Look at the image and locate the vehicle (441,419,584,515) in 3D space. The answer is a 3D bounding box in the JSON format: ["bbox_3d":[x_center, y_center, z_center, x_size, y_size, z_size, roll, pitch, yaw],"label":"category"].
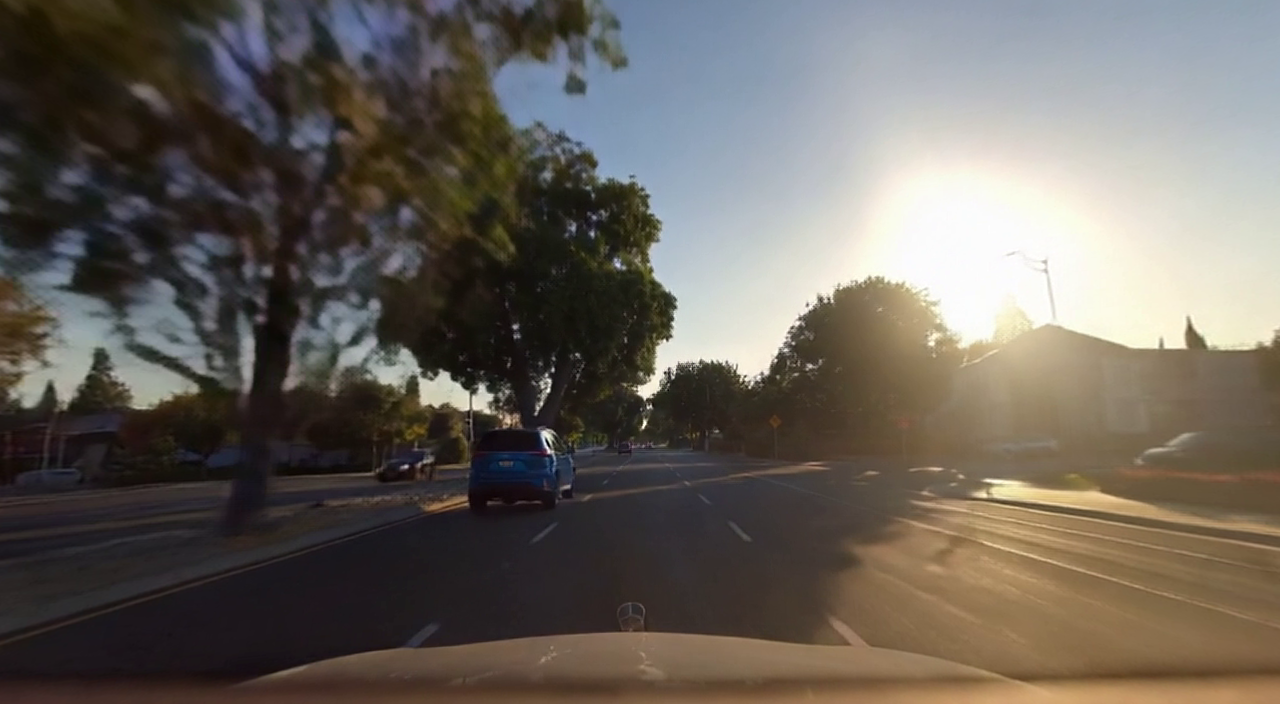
[{"bbox_3d":[-2.704,2.605,14.733,2.179,1.851,4.756,0,-9,2],"label":"vehicle"}]

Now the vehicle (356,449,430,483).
[{"bbox_3d":[-11.923,5.509,30.737,1.837,1.504,4.204,0,-9,1],"label":"vehicle"}]

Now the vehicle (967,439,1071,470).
[{"bbox_3d":[22.947,6.222,38.331,4.802,1.760,2.374,0,-9,1],"label":"vehicle"}]

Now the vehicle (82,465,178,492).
[{"bbox_3d":[-31.951,7.902,39.643,4.500,1.475,1.842,6,-10,-35],"label":"vehicle"}]
